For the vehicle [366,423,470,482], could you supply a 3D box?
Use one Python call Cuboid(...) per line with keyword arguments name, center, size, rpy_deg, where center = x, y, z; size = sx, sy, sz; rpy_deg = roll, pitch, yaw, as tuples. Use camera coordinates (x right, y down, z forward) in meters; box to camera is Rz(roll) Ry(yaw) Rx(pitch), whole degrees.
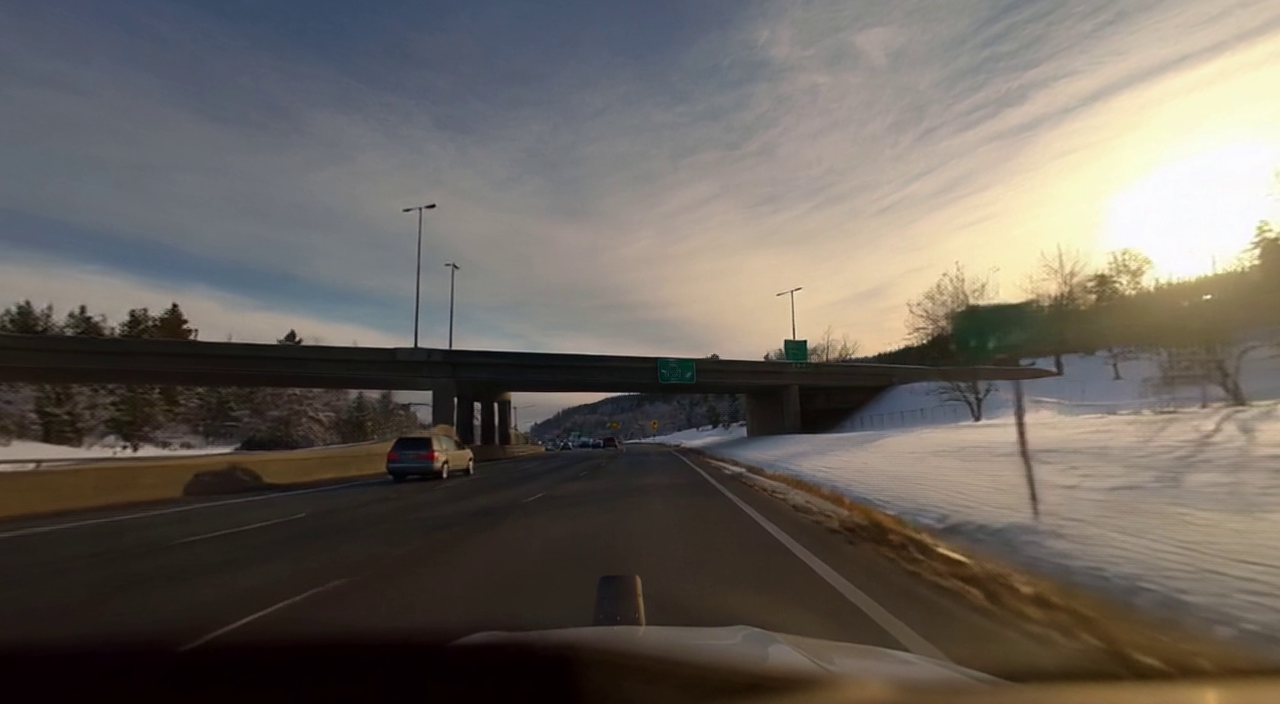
Cuboid(name="vehicle", center=(-7.786, 3.559, 22.593), size=(1.956, 1.888, 4.512), rpy_deg=(0, -8, 2))
